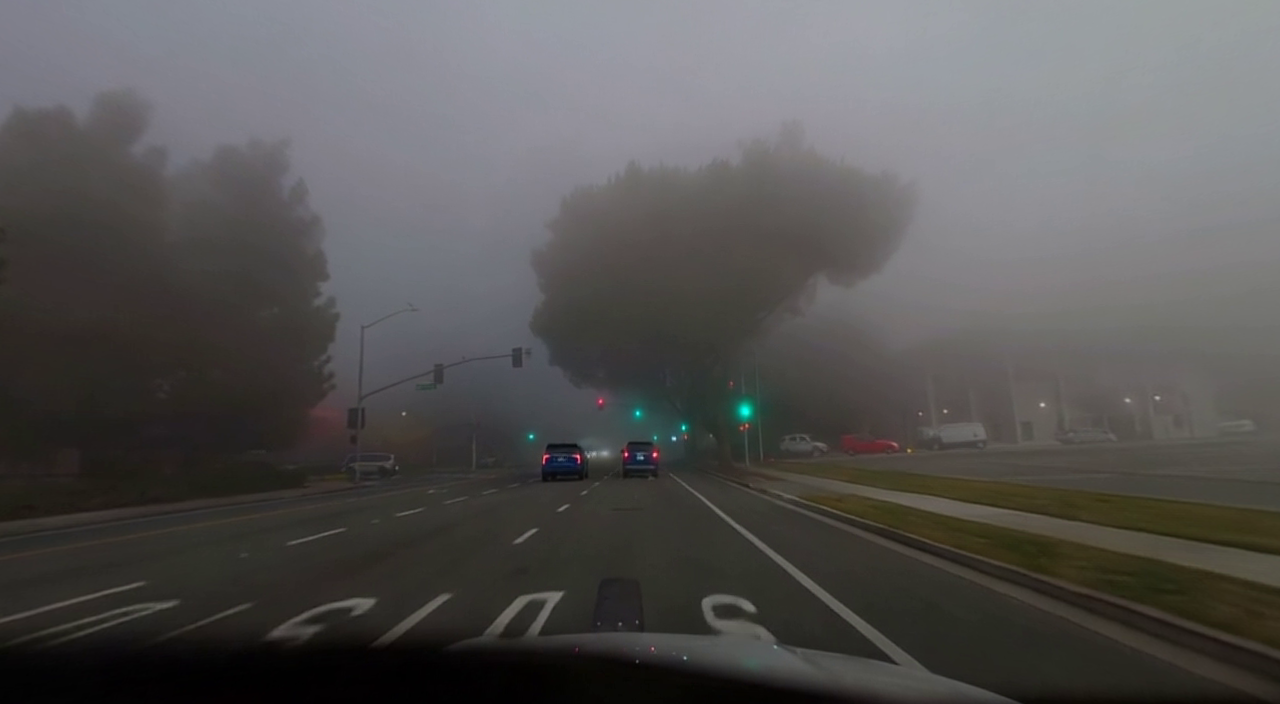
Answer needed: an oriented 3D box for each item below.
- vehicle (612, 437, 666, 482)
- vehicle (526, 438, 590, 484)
[{"bbox_3d":[-0.094,4.562,27.082,2.088,1.735,4.801,0,-9,-1],"label":"vehicle"},{"bbox_3d":[-3.299,4.506,26.383,2.097,1.755,4.336,0,-9,0],"label":"vehicle"}]
